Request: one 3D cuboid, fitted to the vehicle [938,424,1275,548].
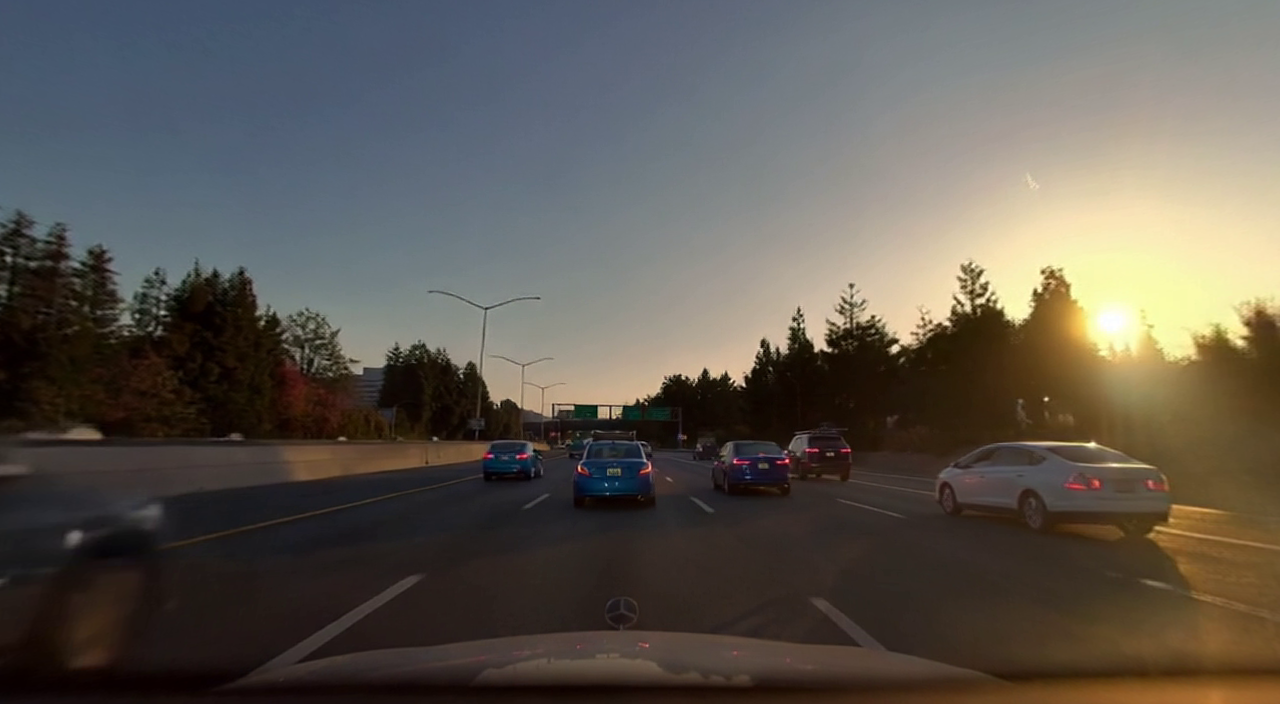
[{"bbox_3d":[7.388,2.159,10.837,2.106,1.641,4.671,1,-9,-2],"label":"vehicle"}]

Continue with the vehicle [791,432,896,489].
[{"bbox_3d":[6.845,3.684,21.728,2.022,1.735,4.400,1,-9,-2],"label":"vehicle"}]

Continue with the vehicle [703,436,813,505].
[{"bbox_3d":[2.885,3.002,16.401,1.975,1.532,4.227,1,-9,-1],"label":"vehicle"}]

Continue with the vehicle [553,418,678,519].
[{"bbox_3d":[-0.435,2.334,13.011,2.181,1.728,3.970,1,-9,0],"label":"vehicle"}]

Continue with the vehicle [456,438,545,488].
[{"bbox_3d":[-4.721,3.829,22.124,2.071,1.537,4.912,1,-9,-1],"label":"vehicle"}]
